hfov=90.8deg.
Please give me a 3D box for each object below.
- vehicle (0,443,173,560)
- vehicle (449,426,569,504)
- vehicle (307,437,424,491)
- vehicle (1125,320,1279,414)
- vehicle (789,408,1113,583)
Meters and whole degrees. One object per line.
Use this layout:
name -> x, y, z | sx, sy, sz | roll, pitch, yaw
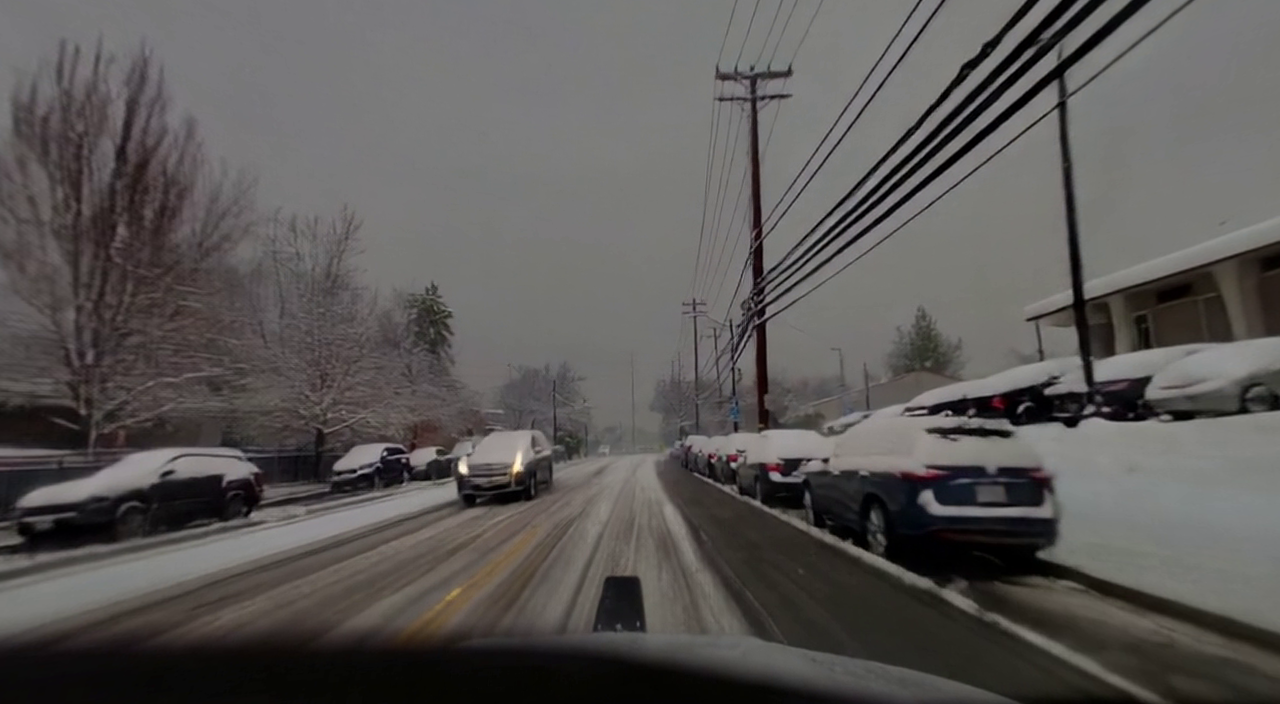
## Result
vehicle -> -9.939, 2.250, 9.435 | 4.386, 1.511, 1.947 | 0, -7, -22
vehicle -> -3.191, 2.842, 16.408 | 2.103, 1.721, 4.473 | 0, -8, 1
vehicle -> -11.400, 4.656, 26.780 | 2.322, 2.037, 5.030 | -1, -8, 6
vehicle -> 11.462, 0.282, 11.322 | 3.857, 1.457, 1.950 | -2, -7, 0
vehicle -> 3.468, 1.669, 8.245 | 1.936, 1.641, 4.434 | 0, -8, 0
